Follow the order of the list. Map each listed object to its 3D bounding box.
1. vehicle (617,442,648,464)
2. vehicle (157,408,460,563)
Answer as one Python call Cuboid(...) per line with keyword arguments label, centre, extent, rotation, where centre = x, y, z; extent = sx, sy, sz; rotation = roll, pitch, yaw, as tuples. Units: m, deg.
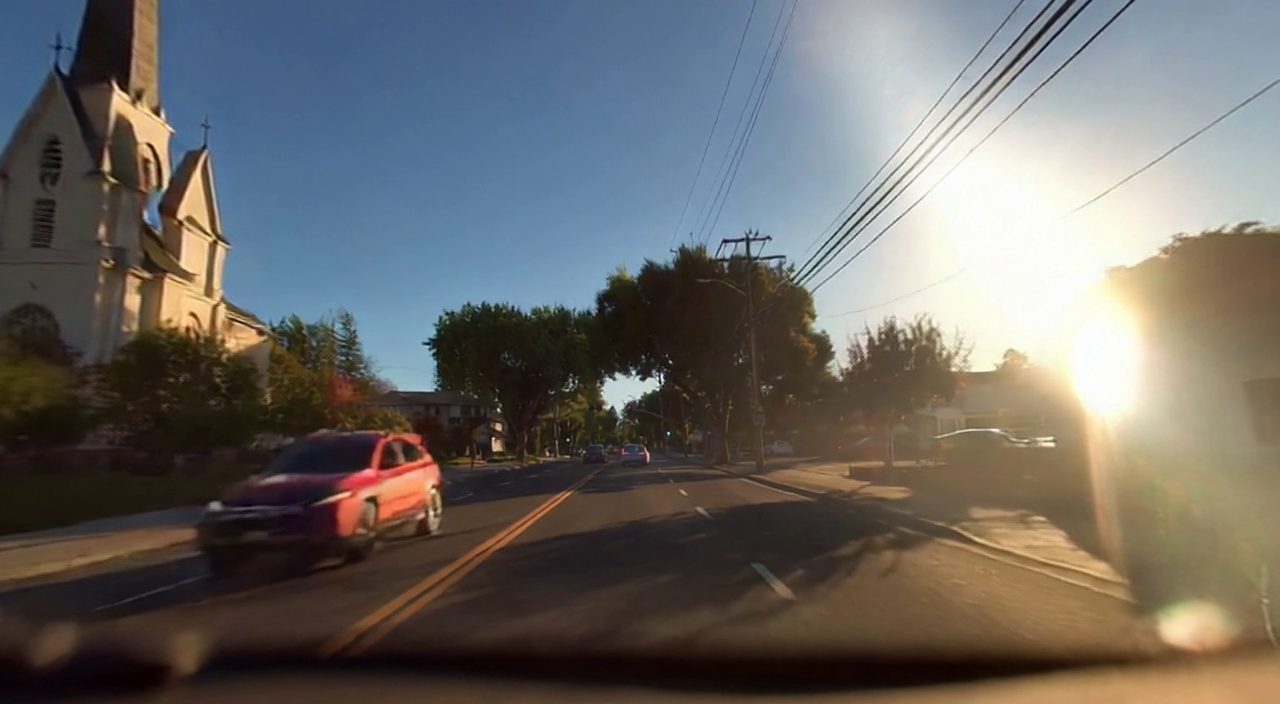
Cuboid(label="vehicle", centre=(-0.553, 7.223, 44.991), extent=(2.093, 1.497, 4.010), rotation=(0, -9, -1))
Cuboid(label="vehicle", centre=(-4.822, 2.025, 10.333), extent=(2.212, 1.906, 4.958), rotation=(0, -9, 0))
